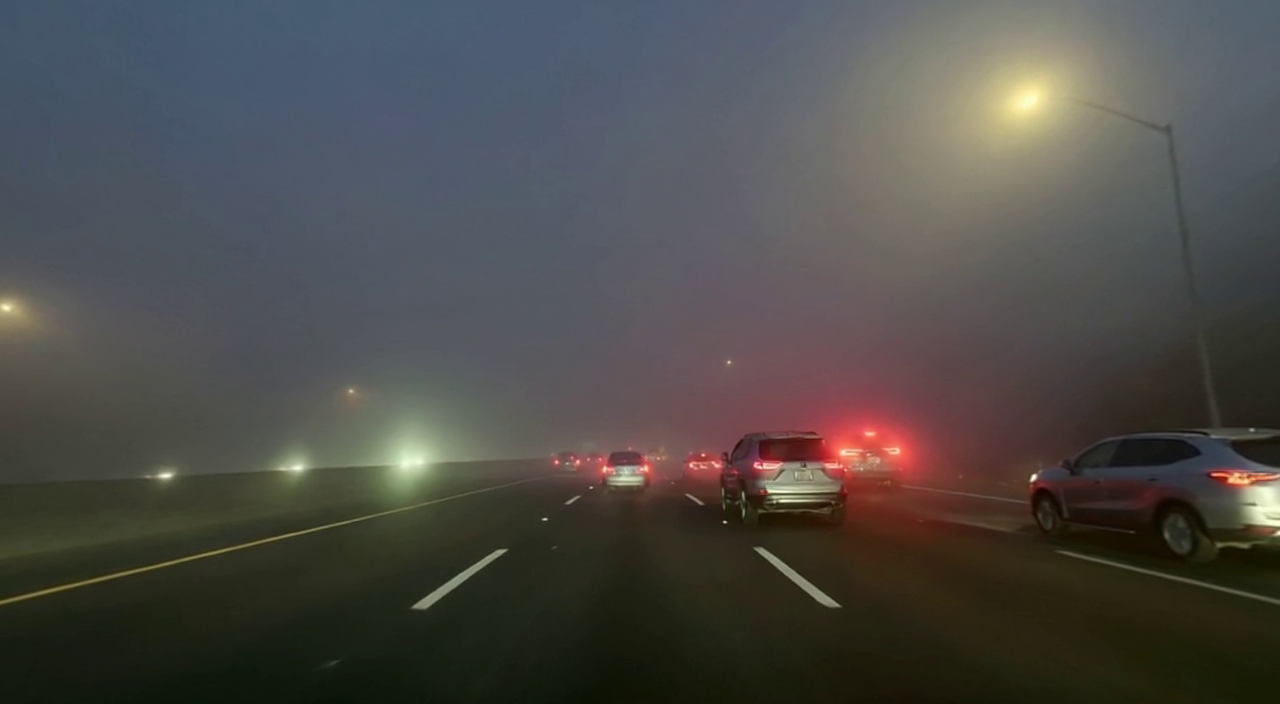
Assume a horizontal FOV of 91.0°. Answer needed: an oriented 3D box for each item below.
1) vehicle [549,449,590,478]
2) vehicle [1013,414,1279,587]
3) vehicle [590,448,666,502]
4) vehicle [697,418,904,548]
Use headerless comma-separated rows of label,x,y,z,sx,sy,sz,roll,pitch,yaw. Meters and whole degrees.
vehicle,-4.177,6.633,37.697,1.889,1.600,4.043,0,-9,1
vehicle,7.150,1.746,8.059,1.972,1.647,4.429,0,-9,0
vehicle,-0.314,3.792,19.866,2.157,1.495,4.038,0,-9,1
vehicle,2.368,2.092,10.594,2.230,1.740,3.976,1,-9,-3
